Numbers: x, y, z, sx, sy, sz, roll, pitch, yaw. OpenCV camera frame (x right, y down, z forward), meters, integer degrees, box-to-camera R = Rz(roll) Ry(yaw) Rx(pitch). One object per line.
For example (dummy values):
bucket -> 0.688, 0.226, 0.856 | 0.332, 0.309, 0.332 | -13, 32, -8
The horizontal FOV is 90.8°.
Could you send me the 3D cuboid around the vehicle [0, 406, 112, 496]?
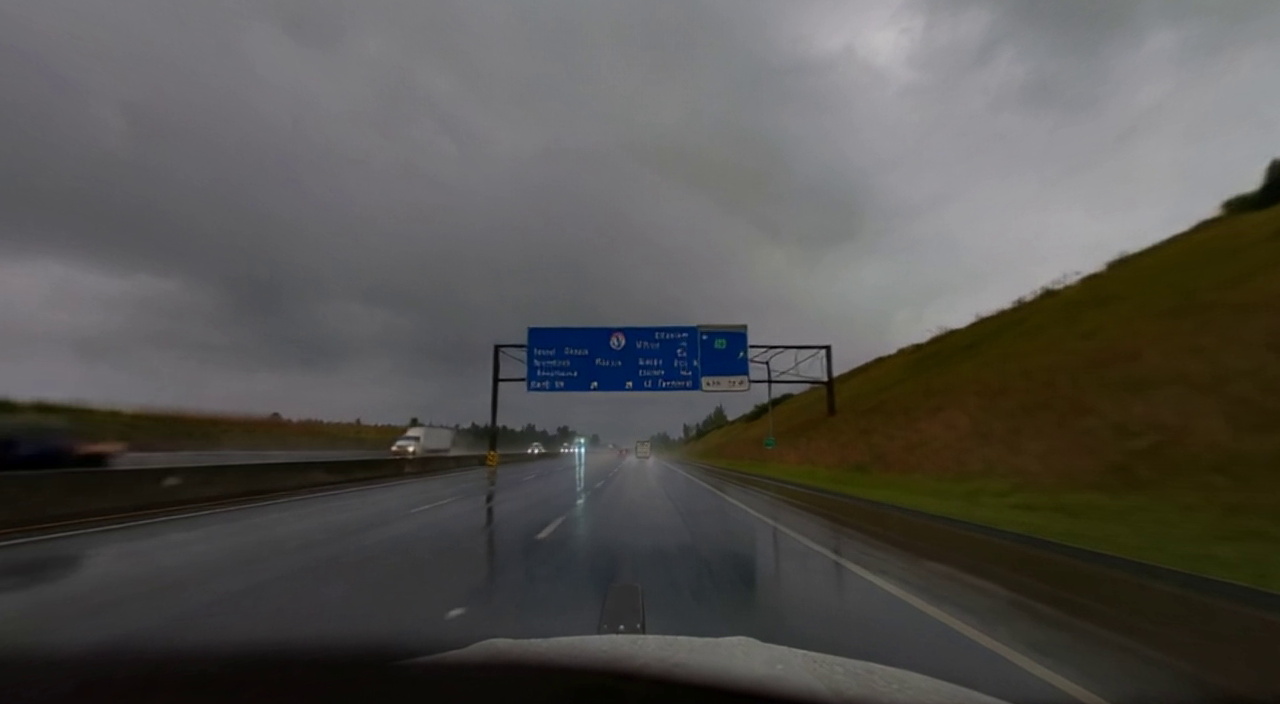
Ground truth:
vehicle -> -14.787, 2.171, 13.781 | 2.059, 1.916, 5.094 | 0, -9, -1
